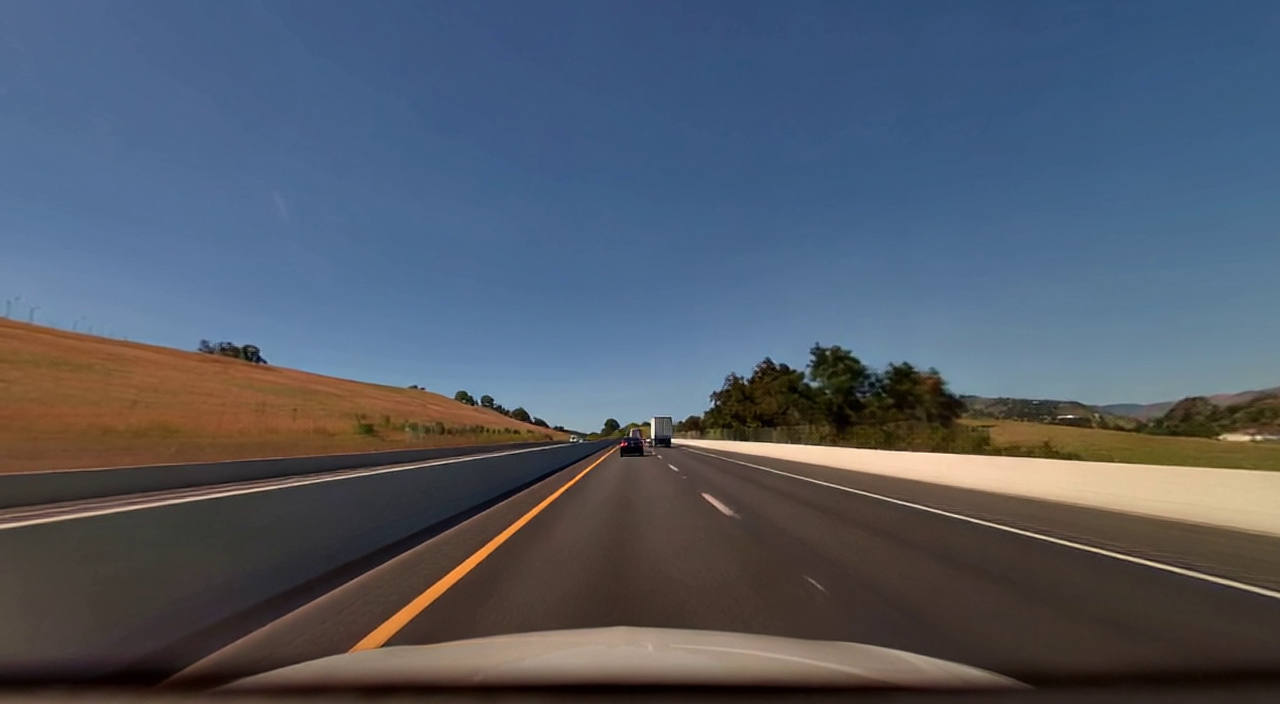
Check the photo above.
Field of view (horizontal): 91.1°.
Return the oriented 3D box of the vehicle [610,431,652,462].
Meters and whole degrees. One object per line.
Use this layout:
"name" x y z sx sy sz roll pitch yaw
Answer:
"vehicle" -0.506 5.274 35.214 2.216 1.623 4.220 0 -8 -1
